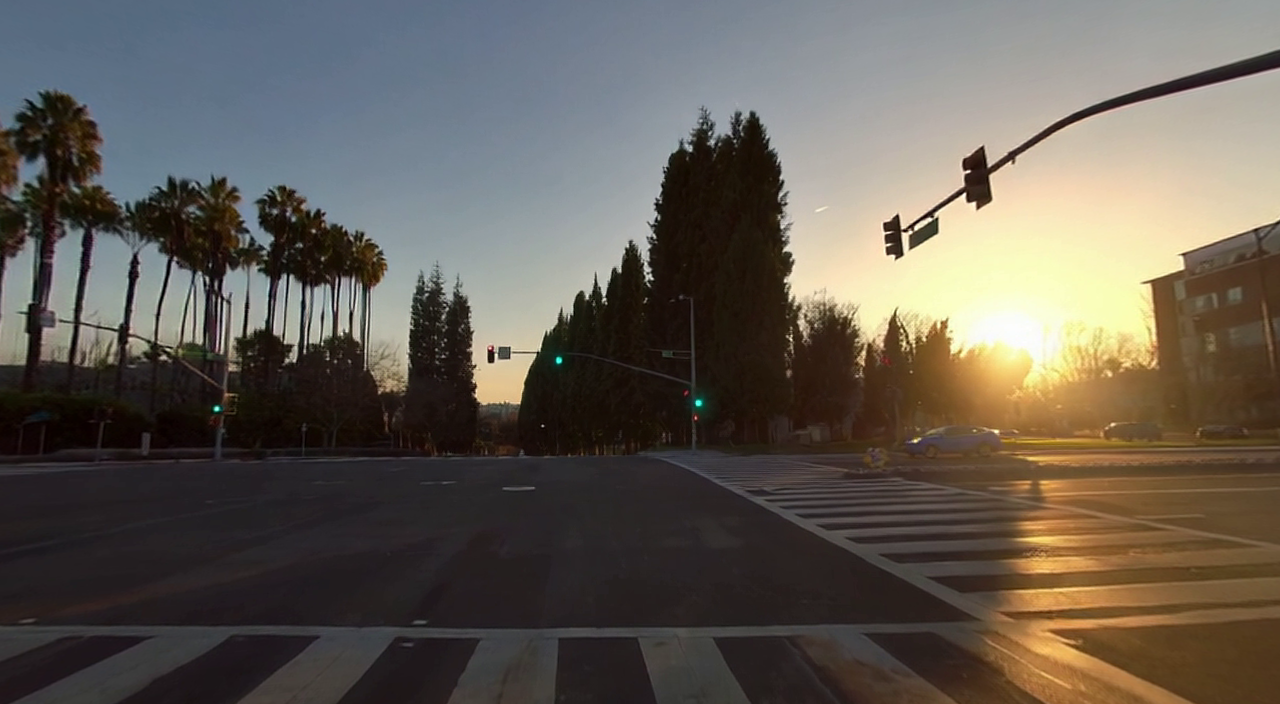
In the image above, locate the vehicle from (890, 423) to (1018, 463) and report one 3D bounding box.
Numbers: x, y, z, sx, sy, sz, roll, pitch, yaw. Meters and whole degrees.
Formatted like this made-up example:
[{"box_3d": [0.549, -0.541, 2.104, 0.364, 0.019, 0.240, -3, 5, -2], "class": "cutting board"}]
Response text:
[{"box_3d": [14.404, 4.189, 29.004, 4.820, 1.751, 2.050, 0, -8, -2], "class": "vehicle"}]
